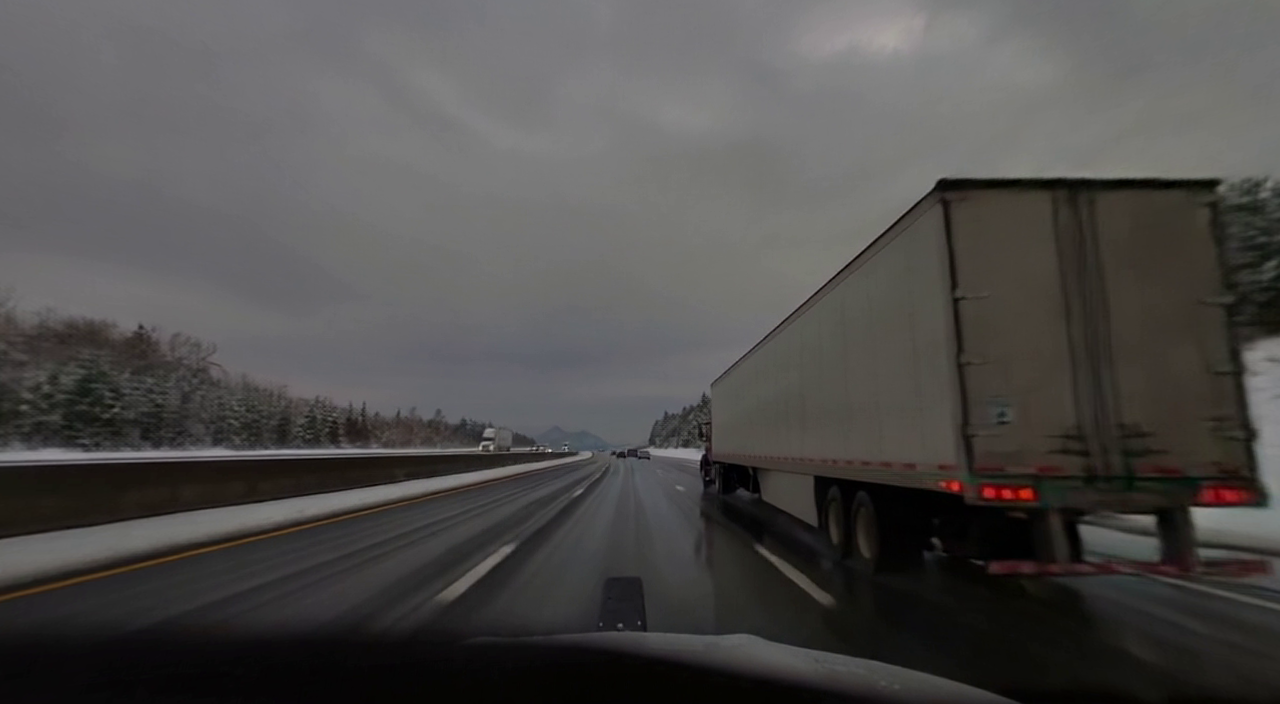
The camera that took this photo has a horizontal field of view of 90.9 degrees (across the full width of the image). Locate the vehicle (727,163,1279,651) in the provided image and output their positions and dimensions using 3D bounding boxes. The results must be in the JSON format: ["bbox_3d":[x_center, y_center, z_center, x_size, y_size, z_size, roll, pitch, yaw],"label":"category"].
[{"bbox_3d":[3.820,1.208,10.453,2.876,3.586,11.726,0,-9,-1],"label":"vehicle"}]
